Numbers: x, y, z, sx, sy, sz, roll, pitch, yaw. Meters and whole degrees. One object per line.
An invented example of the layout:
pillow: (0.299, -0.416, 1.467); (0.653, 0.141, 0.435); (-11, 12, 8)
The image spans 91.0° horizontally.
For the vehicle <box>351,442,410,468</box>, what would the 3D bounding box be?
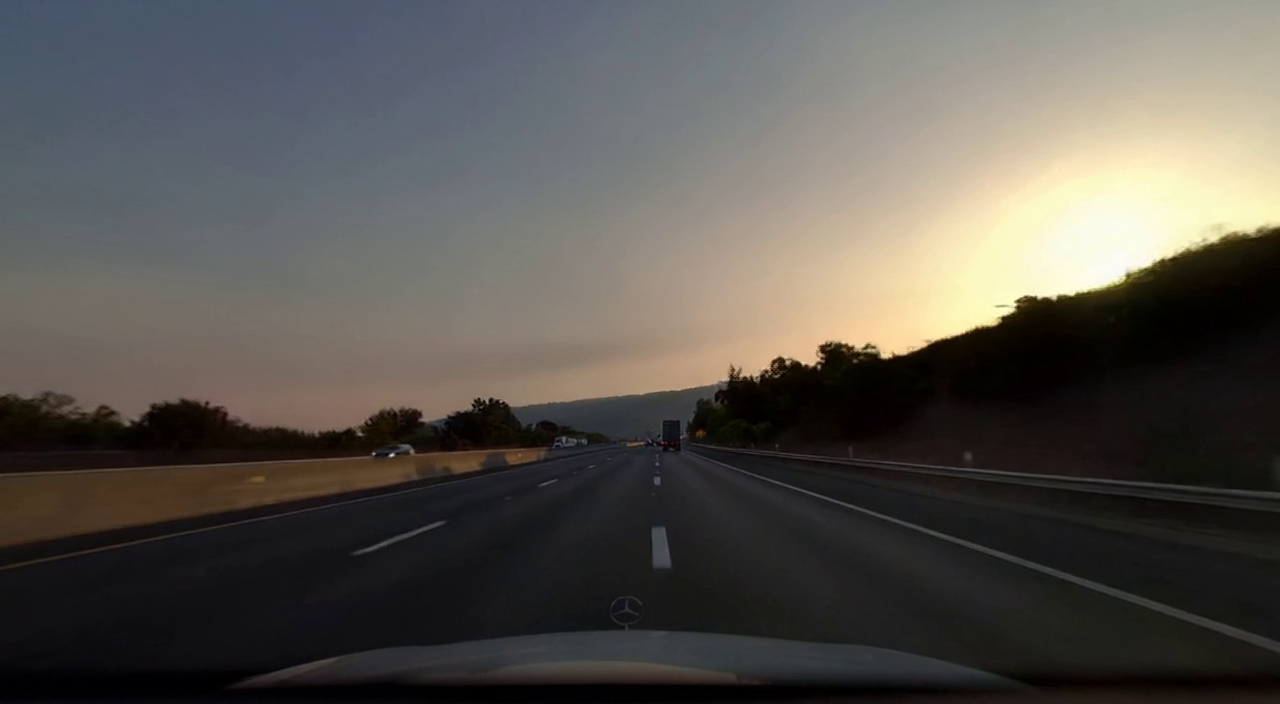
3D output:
vehicle: (-20.002, 7.961, 48.761); (2.108, 1.860, 5.247); (0, -8, 2)
